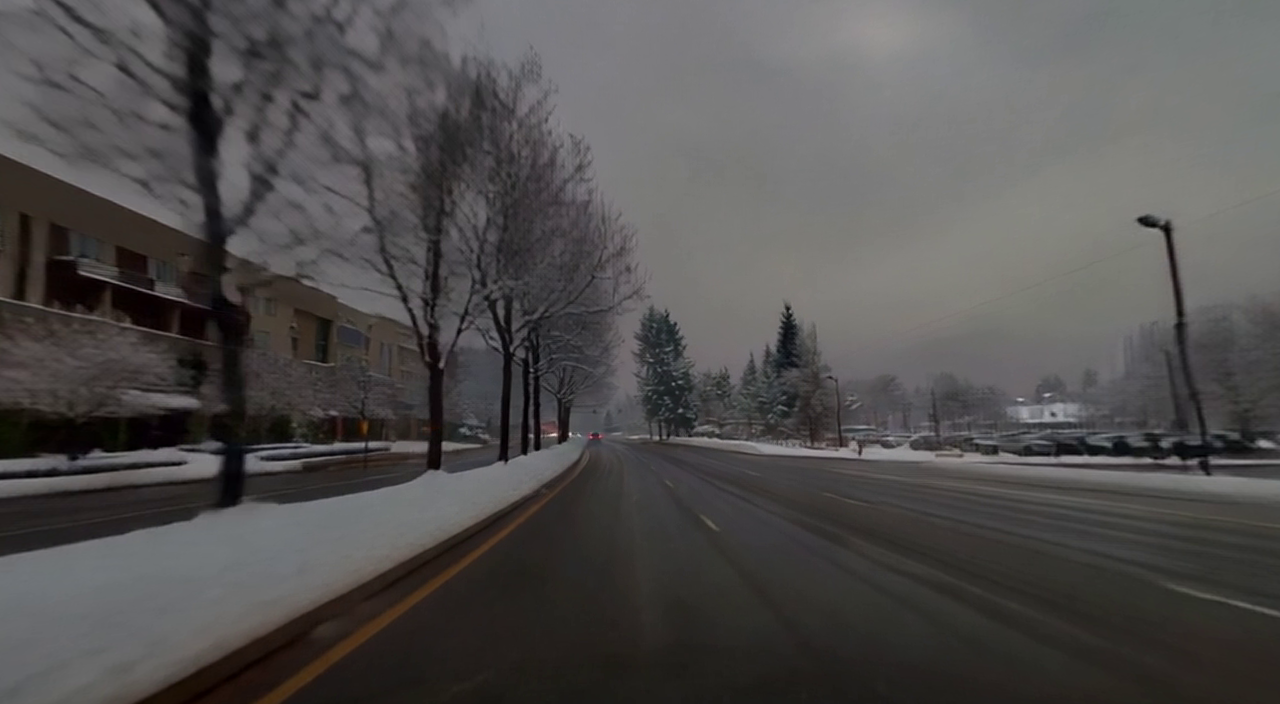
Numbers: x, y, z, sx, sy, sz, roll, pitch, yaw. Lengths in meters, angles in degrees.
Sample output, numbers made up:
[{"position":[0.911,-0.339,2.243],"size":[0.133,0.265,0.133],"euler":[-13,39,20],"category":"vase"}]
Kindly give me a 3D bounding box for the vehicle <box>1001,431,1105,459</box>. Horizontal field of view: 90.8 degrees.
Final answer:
[{"position":[27.041,6.118,41.505],"size":[5.365,1.726,2.032],"euler":[-1,-8,-1],"category":"vehicle"}]
